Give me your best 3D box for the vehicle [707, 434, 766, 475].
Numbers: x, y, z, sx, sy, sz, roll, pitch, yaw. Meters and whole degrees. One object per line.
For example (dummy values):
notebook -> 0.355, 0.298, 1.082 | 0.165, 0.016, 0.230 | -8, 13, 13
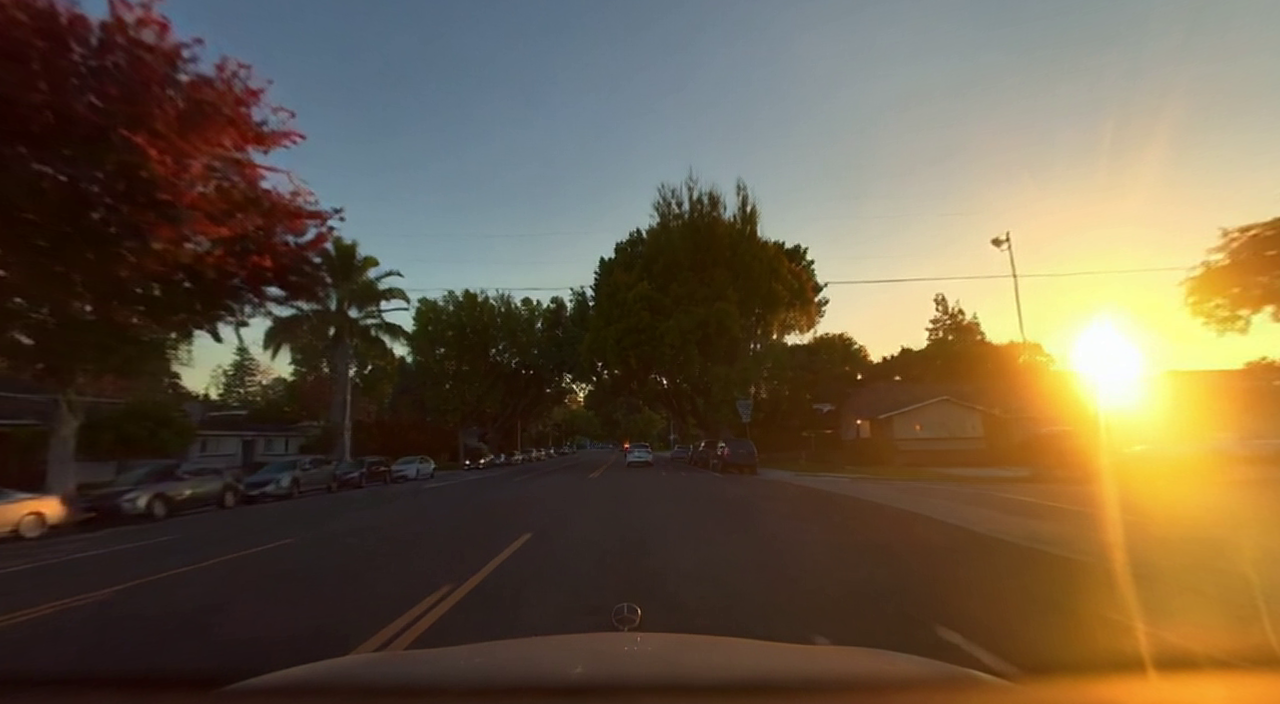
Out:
vehicle -> 5.055, 5.409, 33.771 | 2.195, 2.000, 4.789 | 1, -8, -3

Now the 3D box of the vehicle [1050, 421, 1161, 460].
vehicle -> 23.508, 4.528, 32.208 | 1.990, 1.816, 4.755 | 0, -9, 0

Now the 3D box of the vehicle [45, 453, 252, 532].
vehicle -> -12.734, 3.604, 16.849 | 1.938, 1.738, 4.516 | 0, -9, -2

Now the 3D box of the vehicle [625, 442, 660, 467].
vehicle -> 0.105, 6.309, 39.065 | 2.022, 1.471, 3.973 | 0, -9, -2

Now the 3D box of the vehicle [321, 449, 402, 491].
vehicle -> -12.790, 5.396, 29.344 | 1.917, 1.739, 4.461 | 0, -9, -3

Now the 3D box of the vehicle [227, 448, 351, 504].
vehicle -> -12.673, 4.458, 23.280 | 1.904, 1.805, 5.100 | 0, -9, -4

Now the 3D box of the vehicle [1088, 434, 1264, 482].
vehicle -> 18.463, 3.663, 21.930 | 4.240, 1.560, 1.929 | 0, -9, 2

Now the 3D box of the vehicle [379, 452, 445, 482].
vehicle -> -12.649, 6.400, 35.363 | 1.835, 1.488, 4.696 | 0, -9, 1
